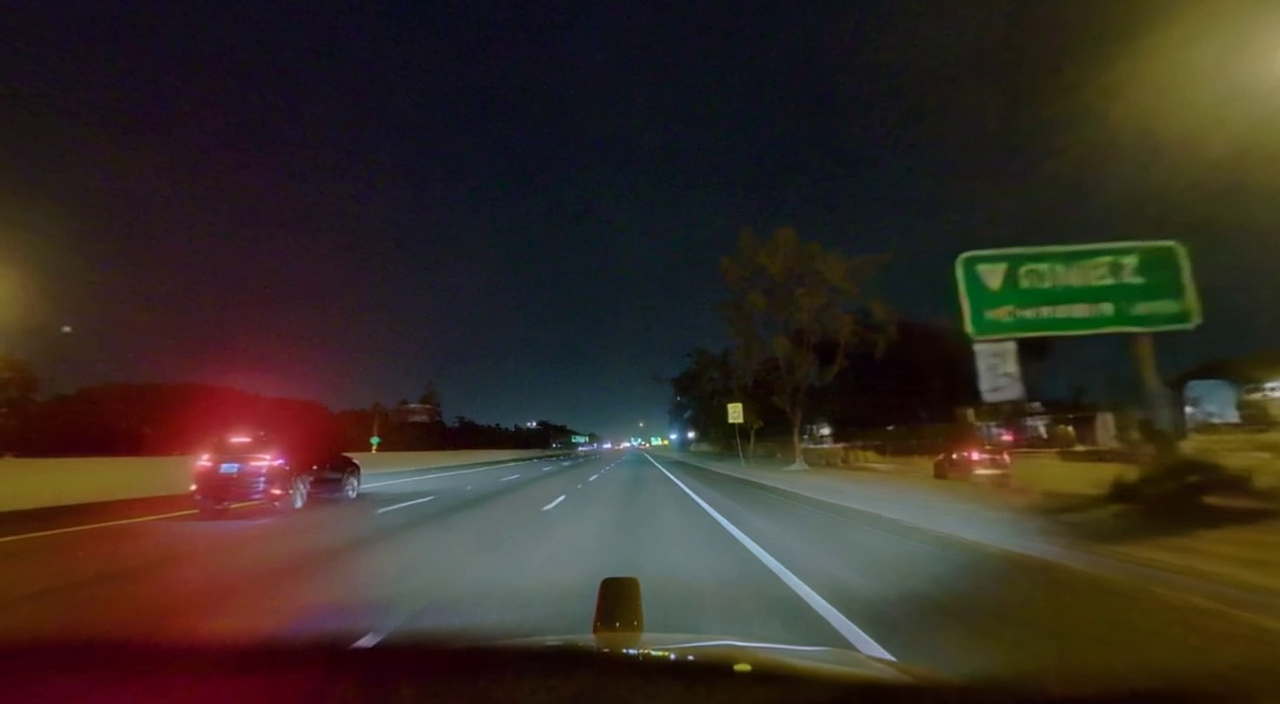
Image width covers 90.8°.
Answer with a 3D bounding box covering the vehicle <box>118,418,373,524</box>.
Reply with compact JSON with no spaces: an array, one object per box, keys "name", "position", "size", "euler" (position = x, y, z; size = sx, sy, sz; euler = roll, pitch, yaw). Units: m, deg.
[{"name":"vehicle","position":[-7.815,2.405,13.307],"size":[2.231,1.807,4.758],"euler":[0,-8,0]}]
